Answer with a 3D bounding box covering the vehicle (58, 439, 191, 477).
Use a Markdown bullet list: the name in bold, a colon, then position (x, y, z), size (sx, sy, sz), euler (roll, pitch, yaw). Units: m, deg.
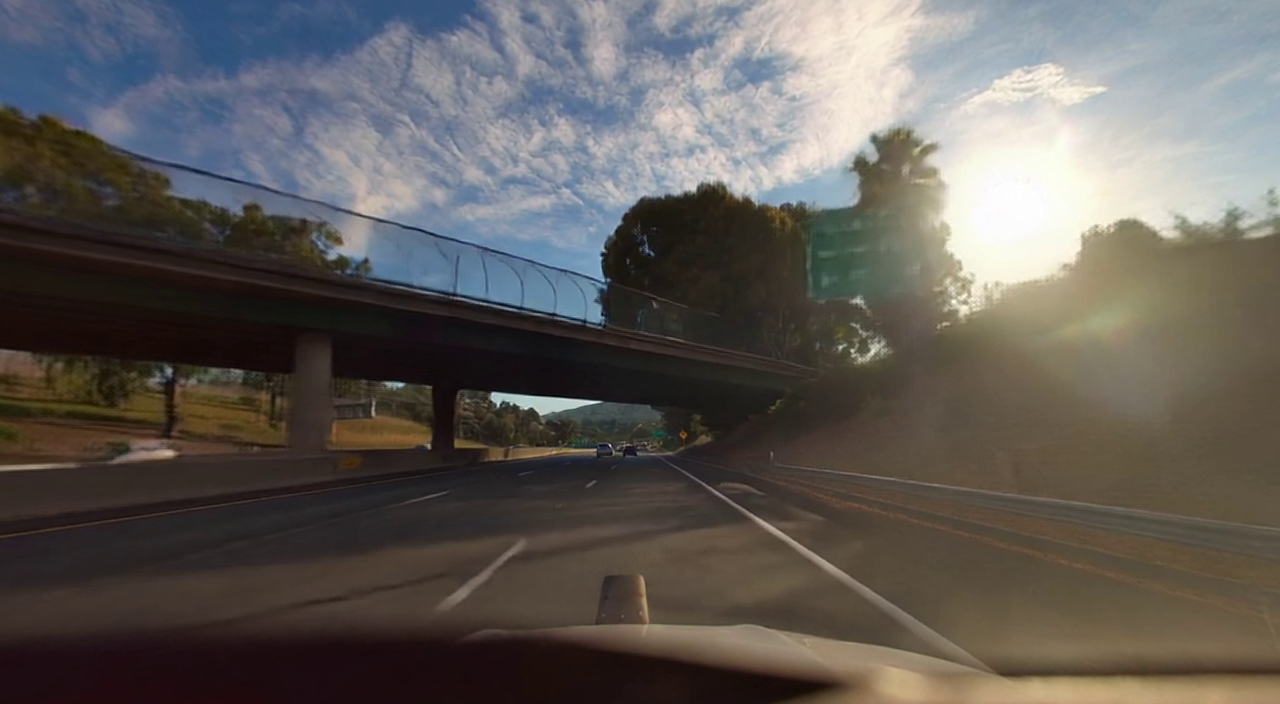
- **vehicle**: position (-28.702, 5.942, 35.453), size (2.284, 1.914, 6.108), euler (0, -9, 1)
